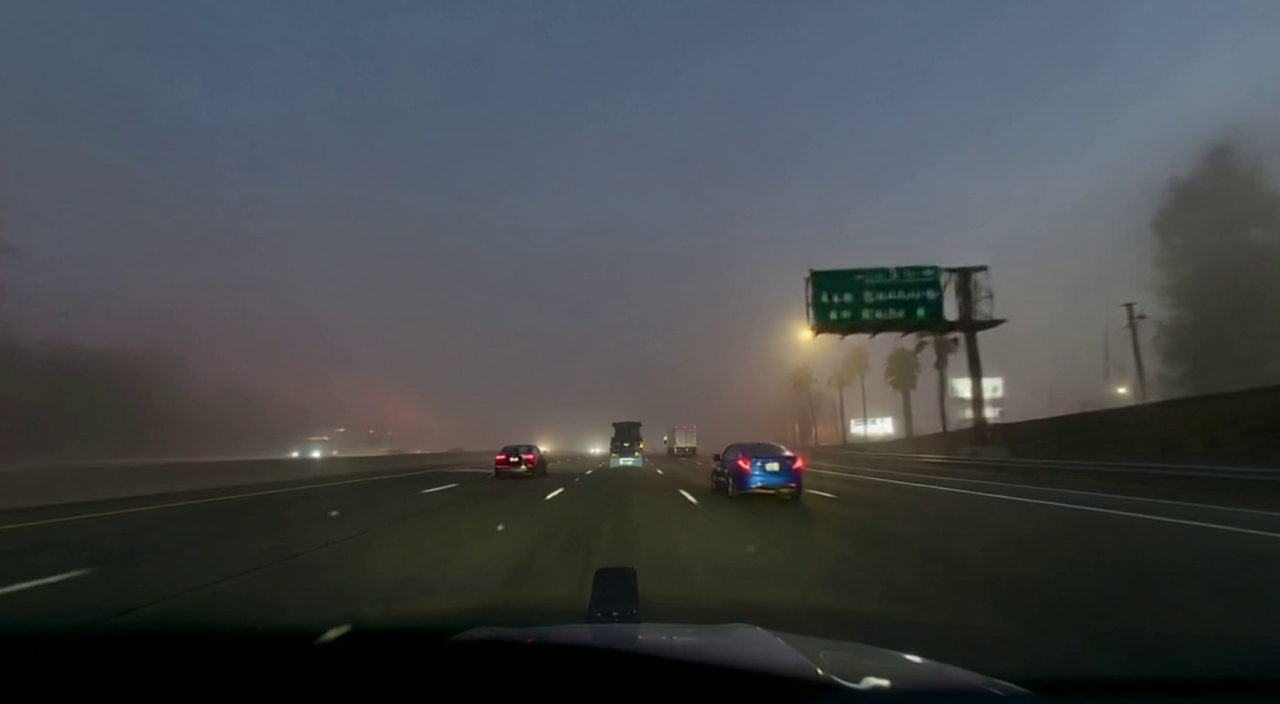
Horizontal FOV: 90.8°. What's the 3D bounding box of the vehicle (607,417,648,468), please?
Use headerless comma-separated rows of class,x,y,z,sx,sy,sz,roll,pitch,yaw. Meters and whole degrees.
vehicle,-0.857,5.828,40.576,2.364,2.953,6.495,0,-8,-2

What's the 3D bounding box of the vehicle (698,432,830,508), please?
vehicle,2.872,2.872,15.866,2.175,1.598,4.584,0,-9,-3

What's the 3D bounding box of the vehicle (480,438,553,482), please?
vehicle,-4.855,4.304,25.540,2.021,1.598,4.887,0,-8,-1
